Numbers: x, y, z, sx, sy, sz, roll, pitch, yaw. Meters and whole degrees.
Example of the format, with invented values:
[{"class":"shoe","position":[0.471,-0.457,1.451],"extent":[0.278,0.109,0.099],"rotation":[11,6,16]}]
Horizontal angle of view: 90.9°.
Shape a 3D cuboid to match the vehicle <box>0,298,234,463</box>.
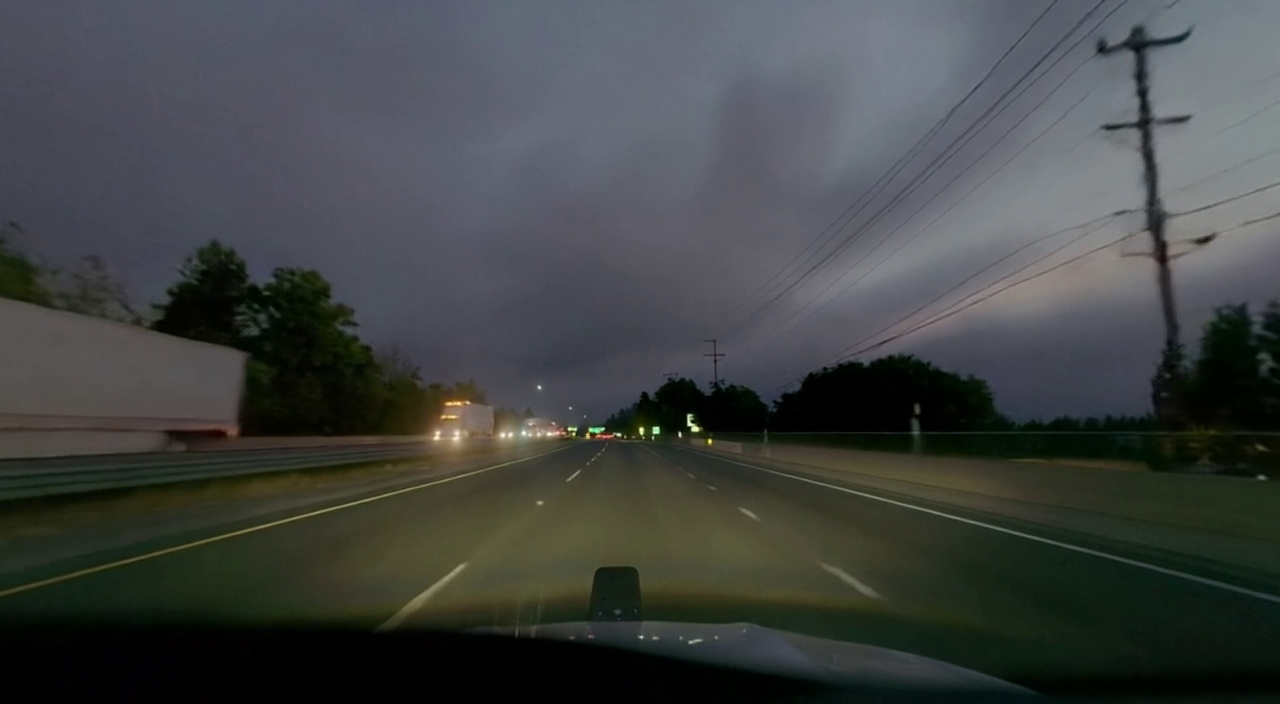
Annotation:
[{"class":"vehicle","position":[-16.476,0.929,16.669],"extent":[2.828,3.852,13.292],"rotation":[0,-8,-1]}]
